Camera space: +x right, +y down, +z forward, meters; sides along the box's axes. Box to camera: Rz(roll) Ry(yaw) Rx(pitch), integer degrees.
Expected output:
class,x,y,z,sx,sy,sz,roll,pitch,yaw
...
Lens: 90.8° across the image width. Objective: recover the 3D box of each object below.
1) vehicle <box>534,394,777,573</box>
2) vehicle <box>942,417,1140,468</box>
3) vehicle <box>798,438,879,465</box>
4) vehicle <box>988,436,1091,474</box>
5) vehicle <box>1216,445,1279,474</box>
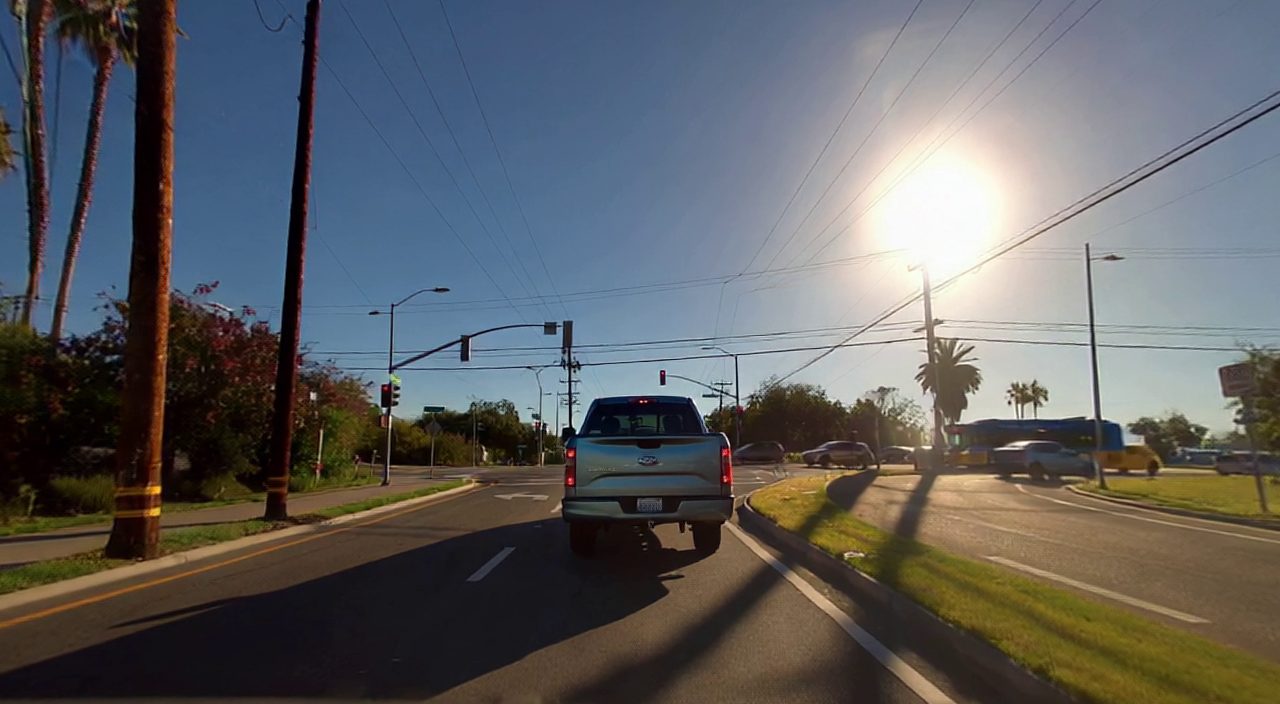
class,x,y,z,sx,sy,sz,roll,pitch,yaw
vehicle,0.123,1.870,9.901,2.707,1.964,5.485,0,-8,-1
vehicle,26.046,5.937,41.424,10.726,3.128,3.003,-1,-8,1
vehicle,14.319,7.234,45.873,5.235,1.878,2.107,-1,-8,5
vehicle,17.617,4.488,27.814,4.520,1.496,2.060,5,-10,-33
vehicle,41.325,6.991,41.265,5.426,1.728,1.999,0,-8,-2
